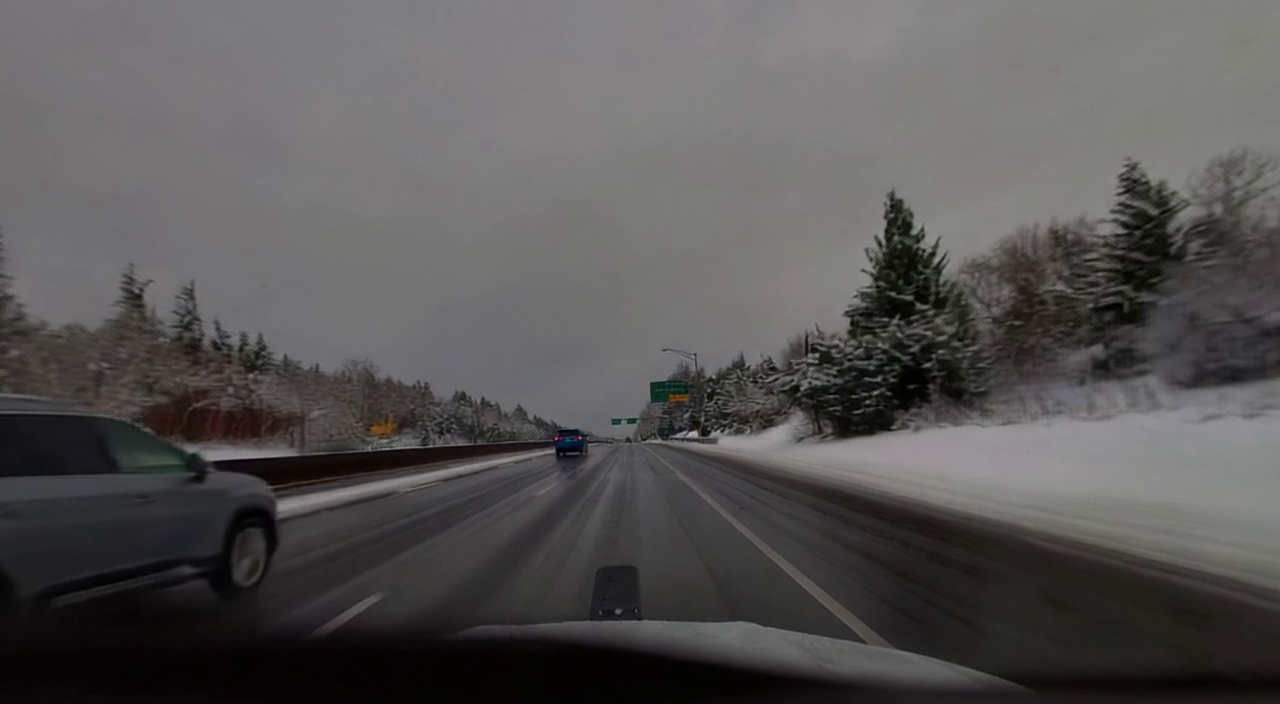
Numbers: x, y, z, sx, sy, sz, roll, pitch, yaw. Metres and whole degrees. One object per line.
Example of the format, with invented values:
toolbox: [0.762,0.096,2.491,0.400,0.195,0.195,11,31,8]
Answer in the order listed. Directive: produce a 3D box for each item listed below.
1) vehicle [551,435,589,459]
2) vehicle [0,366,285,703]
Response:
vehicle: [-4.509,6.140,40.846,2.063,1.496,4.225,0,-8,-1]
vehicle: [-4.137,0.920,3.177,2.070,1.647,4.577,0,-8,-1]
